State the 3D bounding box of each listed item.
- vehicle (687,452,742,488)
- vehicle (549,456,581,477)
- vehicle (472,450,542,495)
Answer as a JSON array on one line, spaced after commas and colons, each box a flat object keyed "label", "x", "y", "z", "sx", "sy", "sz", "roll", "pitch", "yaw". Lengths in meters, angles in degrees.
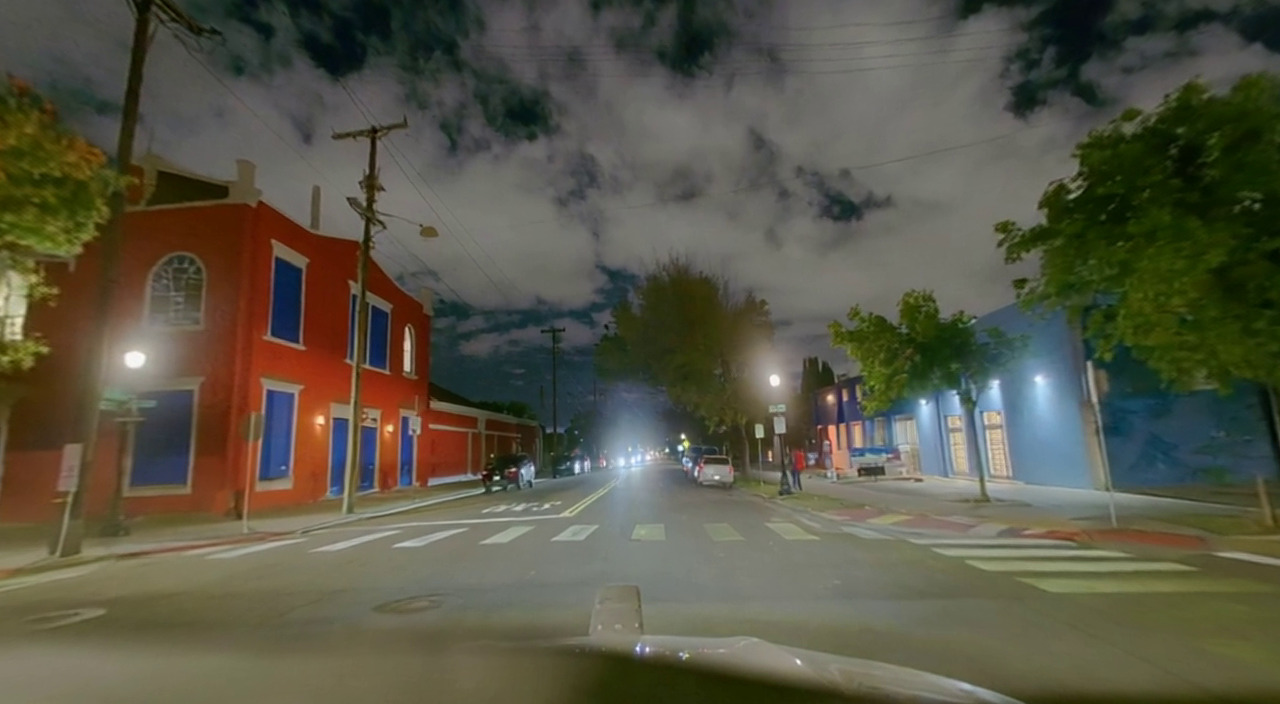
[{"label": "vehicle", "x": 3.307, "y": 5.351, "z": 28.914, "sx": 1.966, "sy": 1.471, "sz": 4.552, "roll": 0, "pitch": -9, "yaw": 0}, {"label": "vehicle", "x": -5.833, "y": 8.959, "z": 49.553, "sx": 1.844, "sy": 1.486, "sz": 4.474, "roll": 0, "pitch": -9, "yaw": 2}, {"label": "vehicle", "x": -6.164, "y": 5.621, "z": 29.837, "sx": 2.140, "sy": 1.746, "sz": 4.385, "roll": -4, "pitch": -8, "yaw": 2}]
